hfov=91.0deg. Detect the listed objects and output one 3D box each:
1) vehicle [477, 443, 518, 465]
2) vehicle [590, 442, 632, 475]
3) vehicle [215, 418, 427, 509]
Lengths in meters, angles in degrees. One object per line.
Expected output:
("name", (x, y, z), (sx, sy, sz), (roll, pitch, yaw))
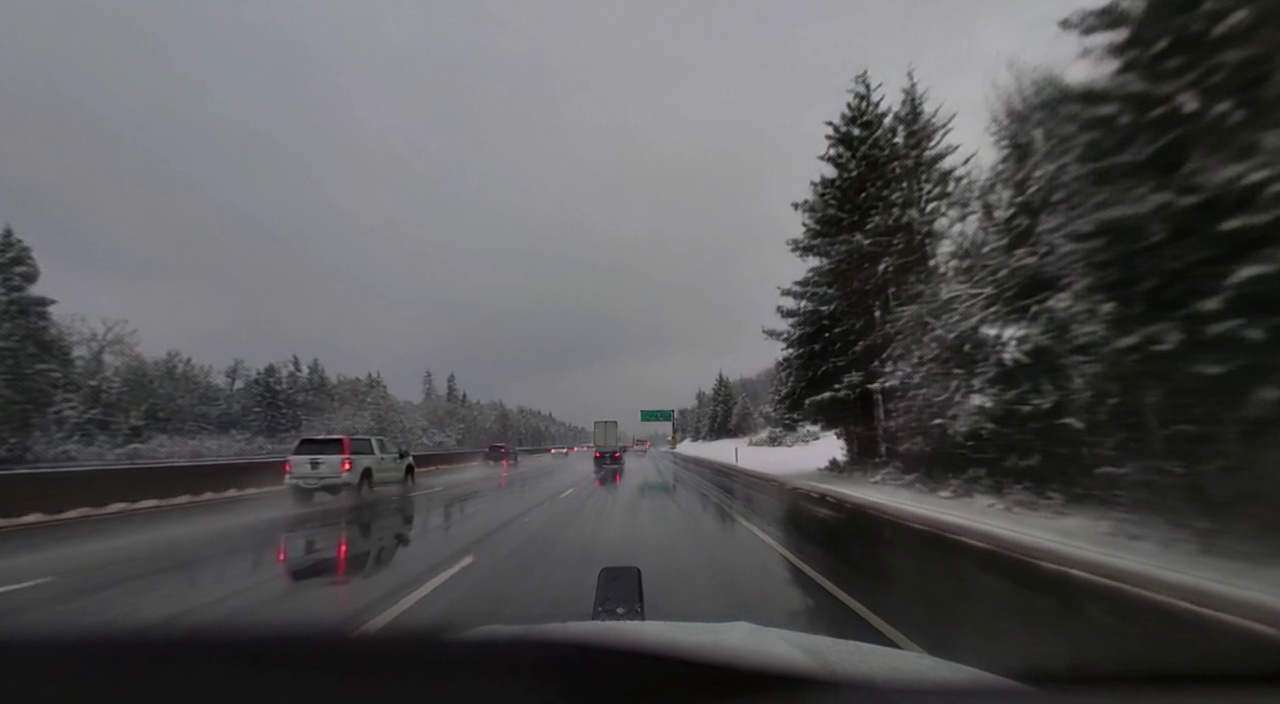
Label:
("vehicle", (-10.675, 7.664, 47.473), (2.036, 1.506, 4.358), (0, -8, 1))
("vehicle", (-1.420, 5.458, 32.544), (1.931, 1.528, 4.126), (0, -8, 1))
("vehicle", (-7.317, 2.641, 15.387), (2.115, 1.778, 5.572), (0, -8, 2))
